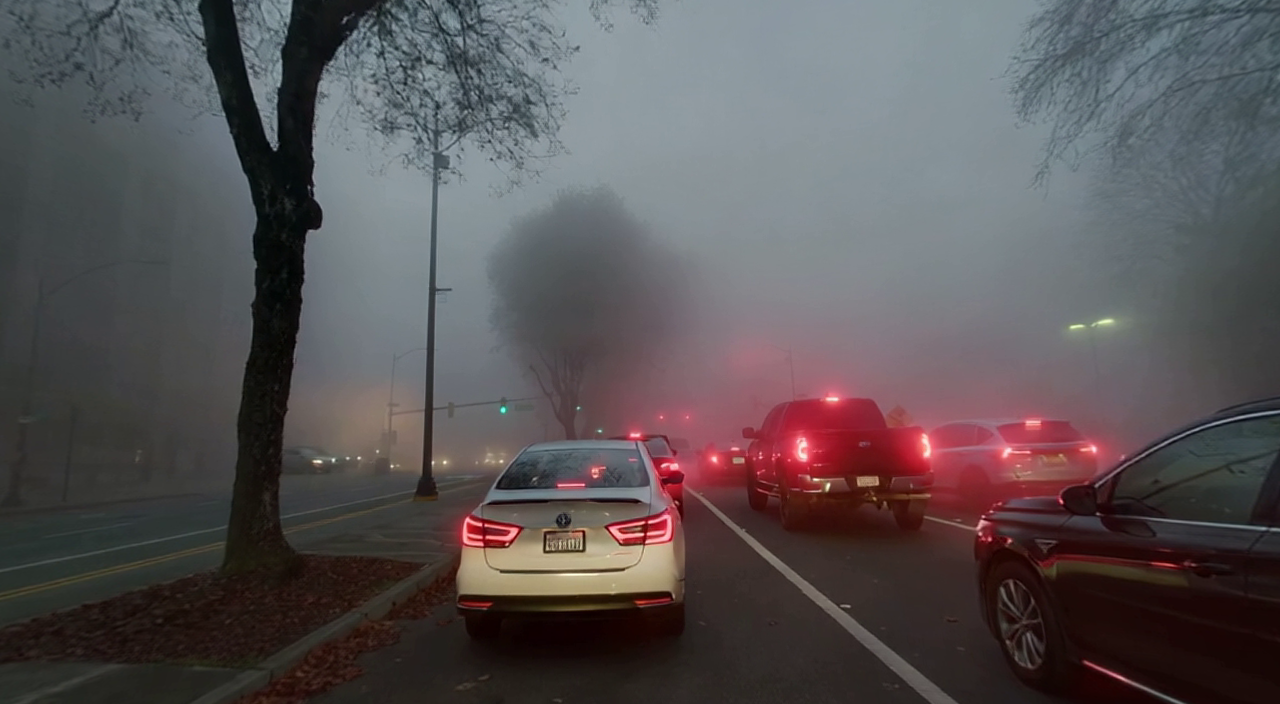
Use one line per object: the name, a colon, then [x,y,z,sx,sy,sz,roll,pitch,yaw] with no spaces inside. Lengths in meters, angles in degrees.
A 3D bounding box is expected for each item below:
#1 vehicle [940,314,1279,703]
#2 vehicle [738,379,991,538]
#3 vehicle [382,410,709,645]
vehicle: [3.166,0.747,2.119,2.024,1.723,4.714,0,-8,1]
vehicle: [3.550,1.896,11.666,2.497,2.186,5.890,0,-8,0]
vehicle: [-0.568,1.481,6.360,2.172,1.536,4.250,0,-8,2]
